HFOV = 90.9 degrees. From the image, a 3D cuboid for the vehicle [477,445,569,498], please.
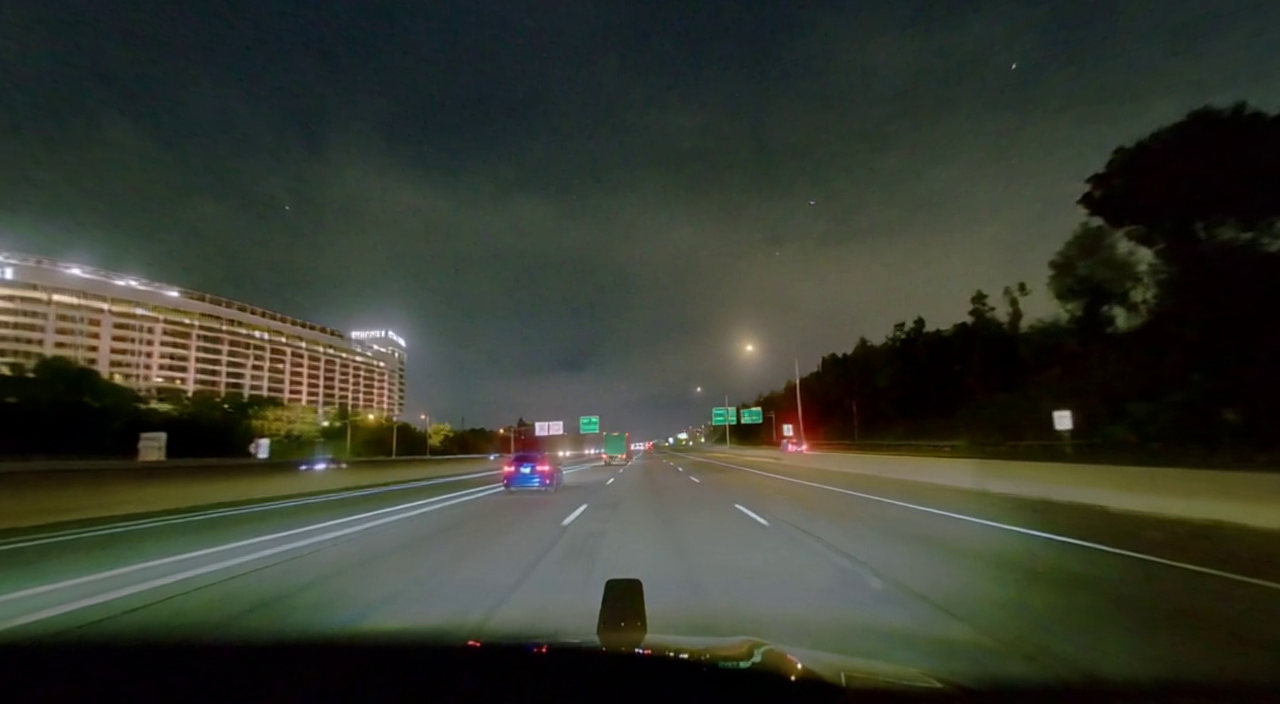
[{"bbox_3d":[-3.616,3.786,20.338,2.039,1.478,4.483,0,-9,1],"label":"vehicle"}]
